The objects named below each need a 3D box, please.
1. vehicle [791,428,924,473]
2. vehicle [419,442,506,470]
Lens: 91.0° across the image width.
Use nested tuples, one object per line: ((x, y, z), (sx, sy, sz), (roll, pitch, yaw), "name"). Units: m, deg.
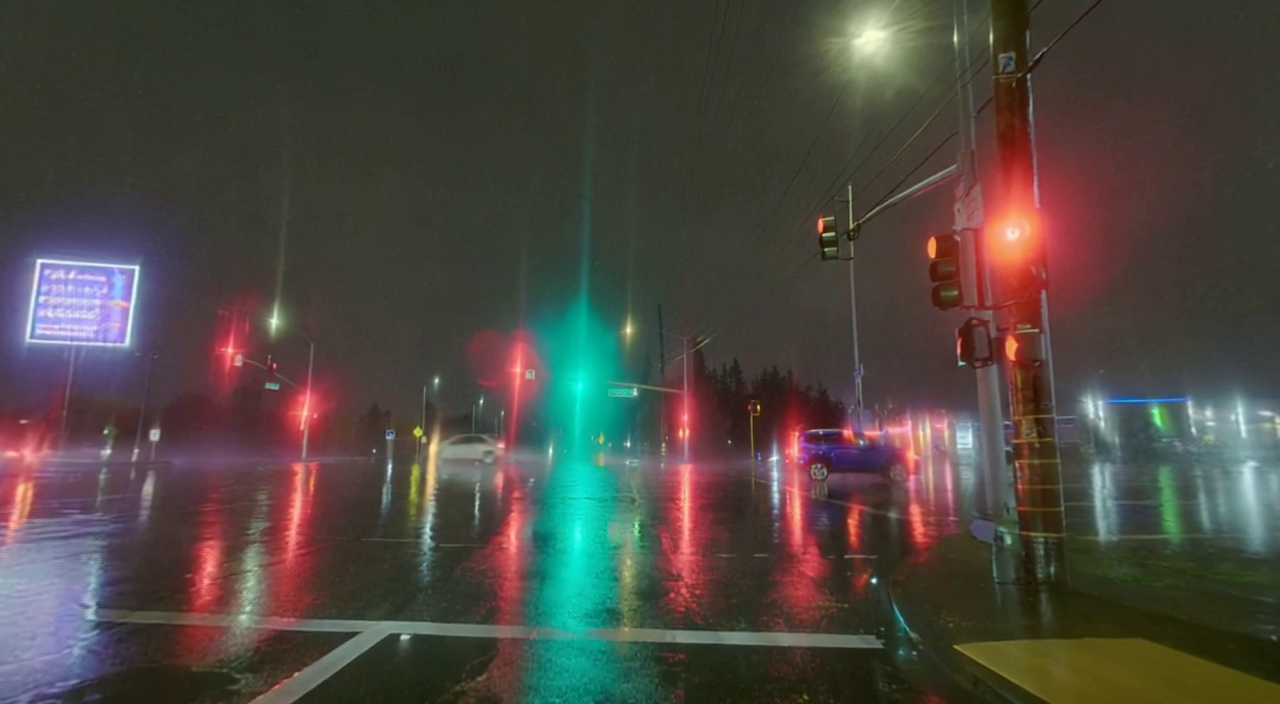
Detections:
((8.719, 4.025, 25.718), (4.884, 1.714, 2.021), (-2, -9, 12), "vehicle")
((-10.459, 6.138, 37.161), (4.529, 1.566, 1.842), (-1, -9, 11), "vehicle")
